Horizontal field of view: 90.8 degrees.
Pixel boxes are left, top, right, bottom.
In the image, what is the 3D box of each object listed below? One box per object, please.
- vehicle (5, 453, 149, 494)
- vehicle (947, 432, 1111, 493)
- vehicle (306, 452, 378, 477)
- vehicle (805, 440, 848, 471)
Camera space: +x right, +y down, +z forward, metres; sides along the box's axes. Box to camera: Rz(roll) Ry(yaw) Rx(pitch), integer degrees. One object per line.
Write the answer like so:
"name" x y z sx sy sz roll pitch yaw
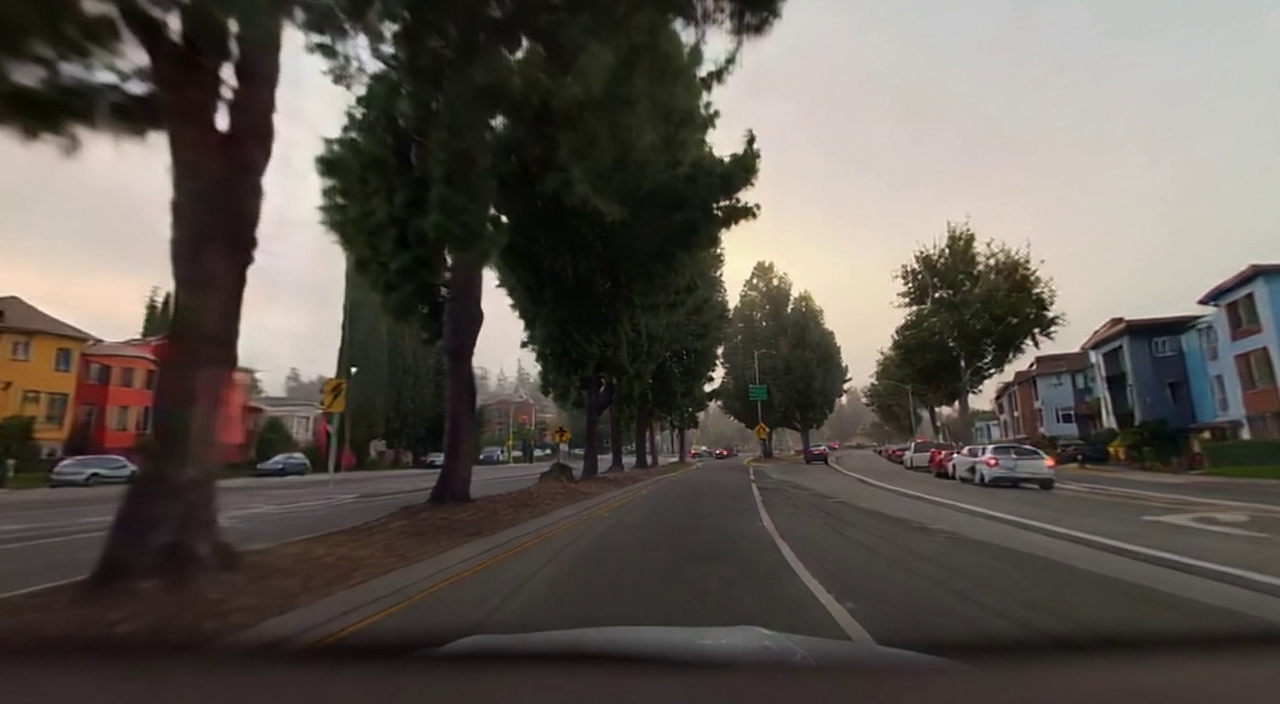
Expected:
"vehicle" -27.582 5.918 31.241 2.013 1.792 4.950 -2 -9 12
"vehicle" 11.199 3.358 18.681 1.988 1.487 4.479 -2 -13 1
"vehicle" -19.287 7.277 41.175 1.880 1.455 4.599 -2 -9 10
"vehicle" 13.433 7.526 45.719 1.923 1.741 4.683 -4 -14 4
